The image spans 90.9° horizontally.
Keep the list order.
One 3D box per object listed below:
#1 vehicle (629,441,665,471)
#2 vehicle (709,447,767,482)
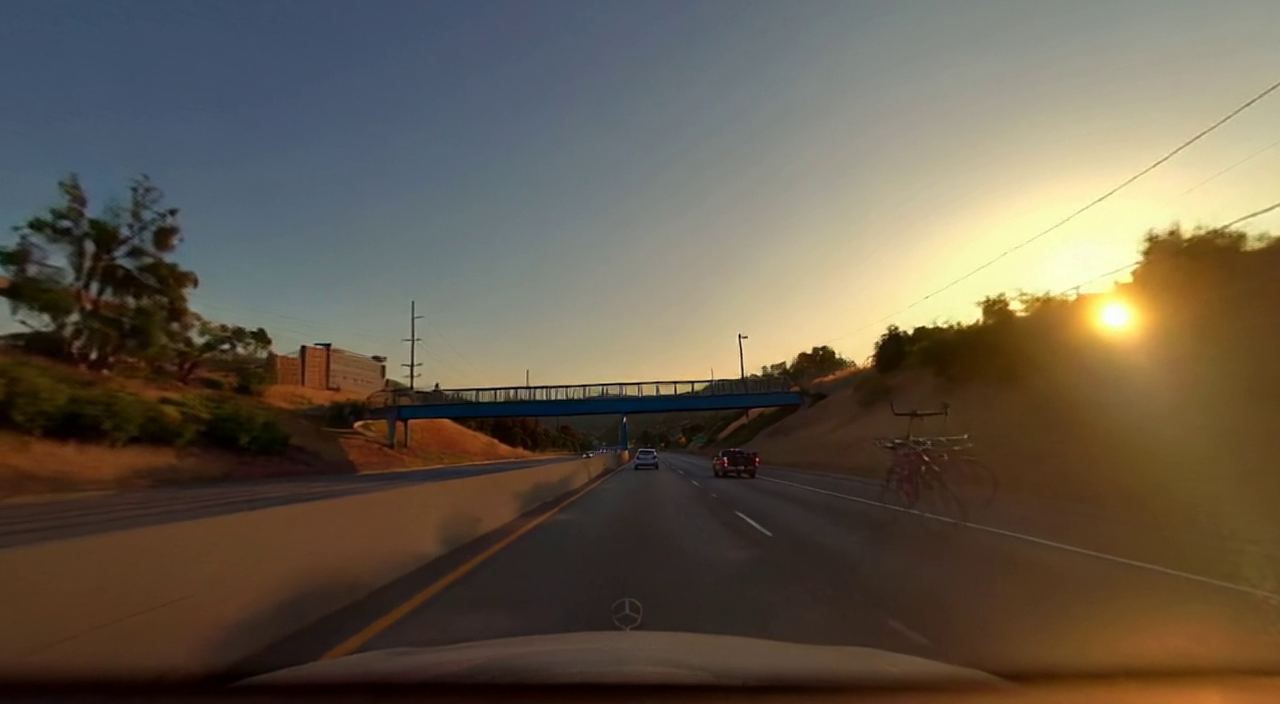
[{"bbox_3d":[0.518,7.253,44.139,2.369,1.948,5.343,0,-9,2],"label":"vehicle"},{"bbox_3d":[4.569,5.312,30.126,1.988,1.505,4.958,0,-9,0],"label":"vehicle"}]
